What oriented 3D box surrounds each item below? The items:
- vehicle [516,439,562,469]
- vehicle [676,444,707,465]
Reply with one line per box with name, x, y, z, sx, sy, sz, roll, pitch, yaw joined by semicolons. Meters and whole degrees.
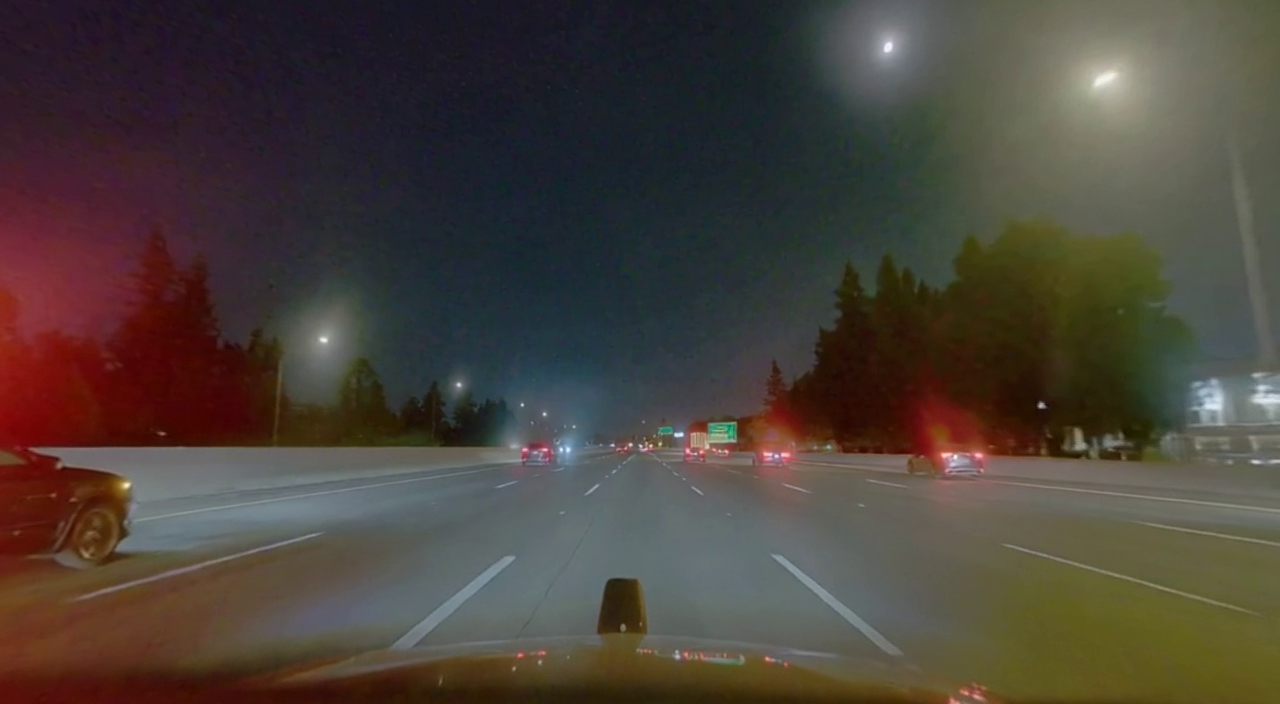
vehicle;-6.298;6.370;39.541;2.091;1.746;4.437;0;-8;1
vehicle;3.771;7.558;46.381;1.950;1.453;3.378;0;-8;-1
